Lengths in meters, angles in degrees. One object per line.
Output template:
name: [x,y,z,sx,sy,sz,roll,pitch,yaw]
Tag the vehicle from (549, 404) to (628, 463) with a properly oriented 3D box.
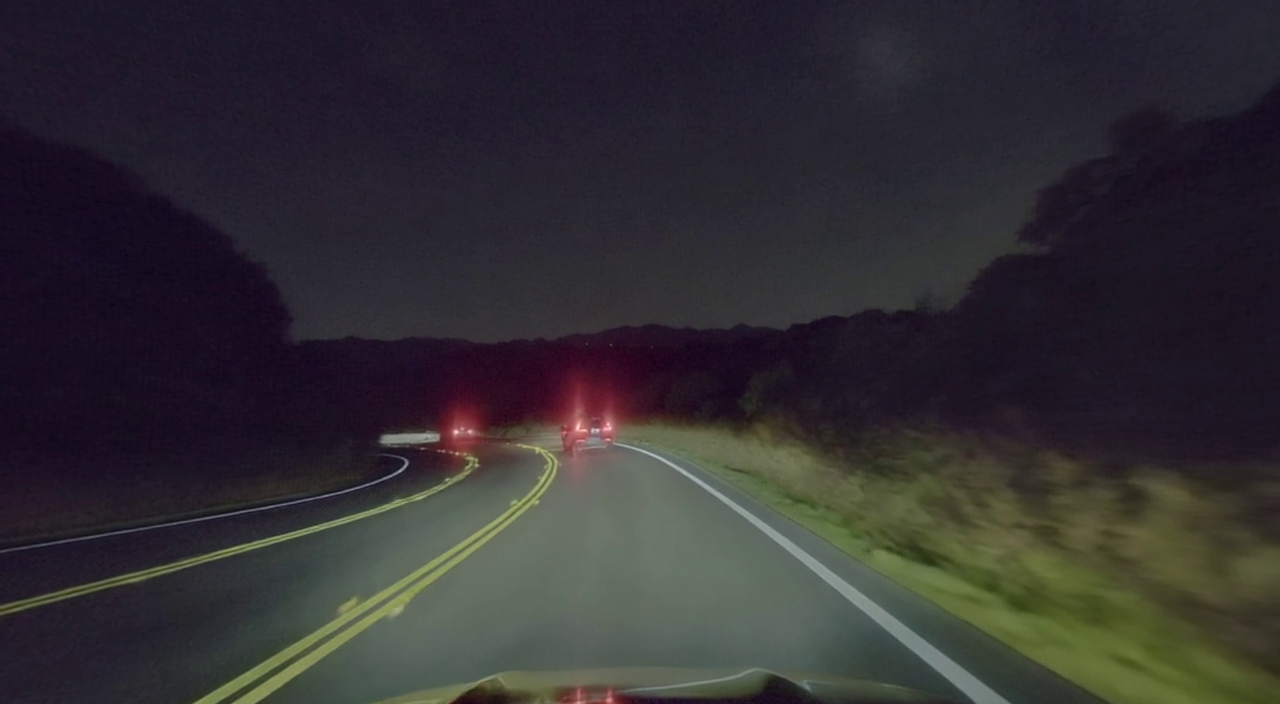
vehicle: [-2.320,3.413,26.206,2.500,1.961,5.637,-4,-7,-12]
